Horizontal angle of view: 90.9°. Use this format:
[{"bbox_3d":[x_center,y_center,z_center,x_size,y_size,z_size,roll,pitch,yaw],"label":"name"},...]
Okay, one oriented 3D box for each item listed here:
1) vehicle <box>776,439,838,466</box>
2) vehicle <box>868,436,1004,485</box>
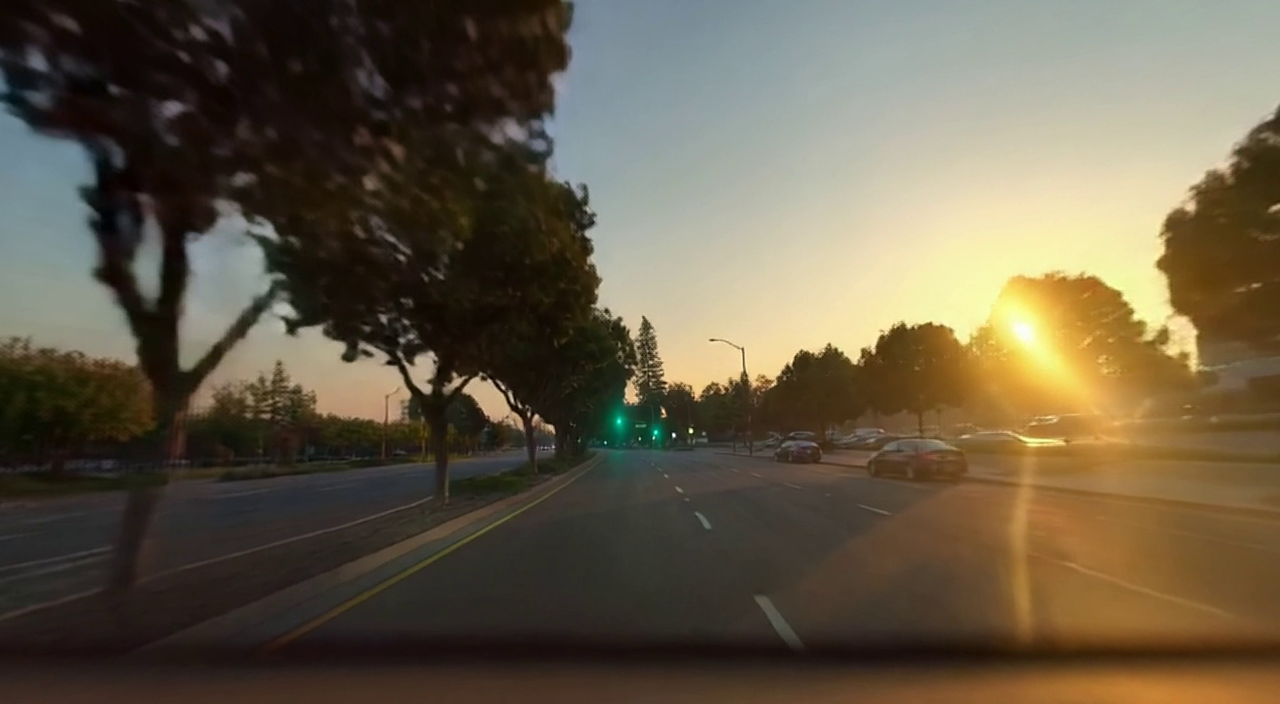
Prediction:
[{"bbox_3d":[10.336,6.241,39.392,2.034,1.551,5.228,1,-8,-5],"label":"vehicle"},{"bbox_3d":[10.321,3.827,22.656,2.109,1.533,5.664,0,-8,-1],"label":"vehicle"}]
